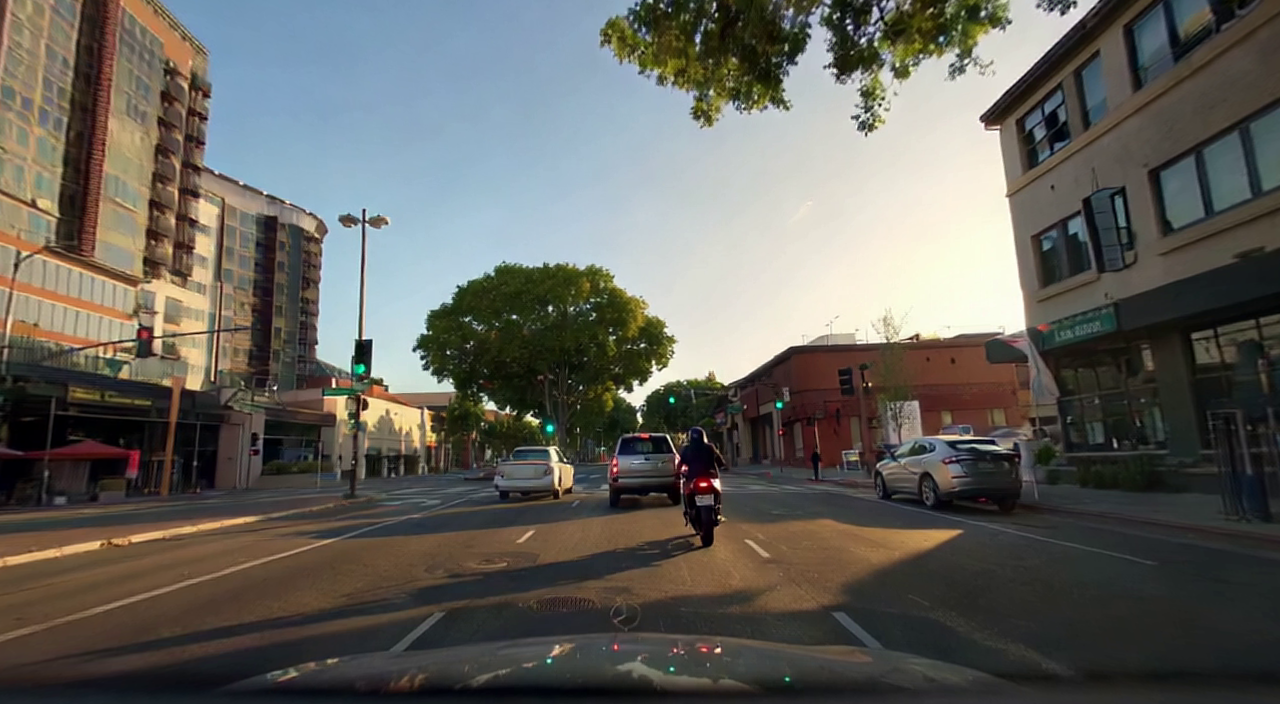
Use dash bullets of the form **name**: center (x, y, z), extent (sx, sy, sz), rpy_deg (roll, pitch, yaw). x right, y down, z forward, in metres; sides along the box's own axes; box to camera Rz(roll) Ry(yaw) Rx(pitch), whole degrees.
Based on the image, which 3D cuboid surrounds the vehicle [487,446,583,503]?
- **vehicle**: center (-2.989, 3.590, 19.034), extent (2.014, 1.470, 4.552), rpy_deg (-1, -9, 2)

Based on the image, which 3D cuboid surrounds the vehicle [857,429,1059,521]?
- **vehicle**: center (7.161, 2.803, 15.010), extent (2.018, 1.772, 4.968), rpy_deg (0, -9, -3)

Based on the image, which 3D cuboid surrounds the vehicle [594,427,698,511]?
- **vehicle**: center (0.151, 2.850, 15.787), extent (2.223, 1.775, 4.250), rpy_deg (0, -9, 1)

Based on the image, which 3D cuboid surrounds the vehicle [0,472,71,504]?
- **vehicle**: center (-39.823, 8.658, 40.316), extent (4.961, 1.878, 1.967), rpy_deg (0, -9, -2)
